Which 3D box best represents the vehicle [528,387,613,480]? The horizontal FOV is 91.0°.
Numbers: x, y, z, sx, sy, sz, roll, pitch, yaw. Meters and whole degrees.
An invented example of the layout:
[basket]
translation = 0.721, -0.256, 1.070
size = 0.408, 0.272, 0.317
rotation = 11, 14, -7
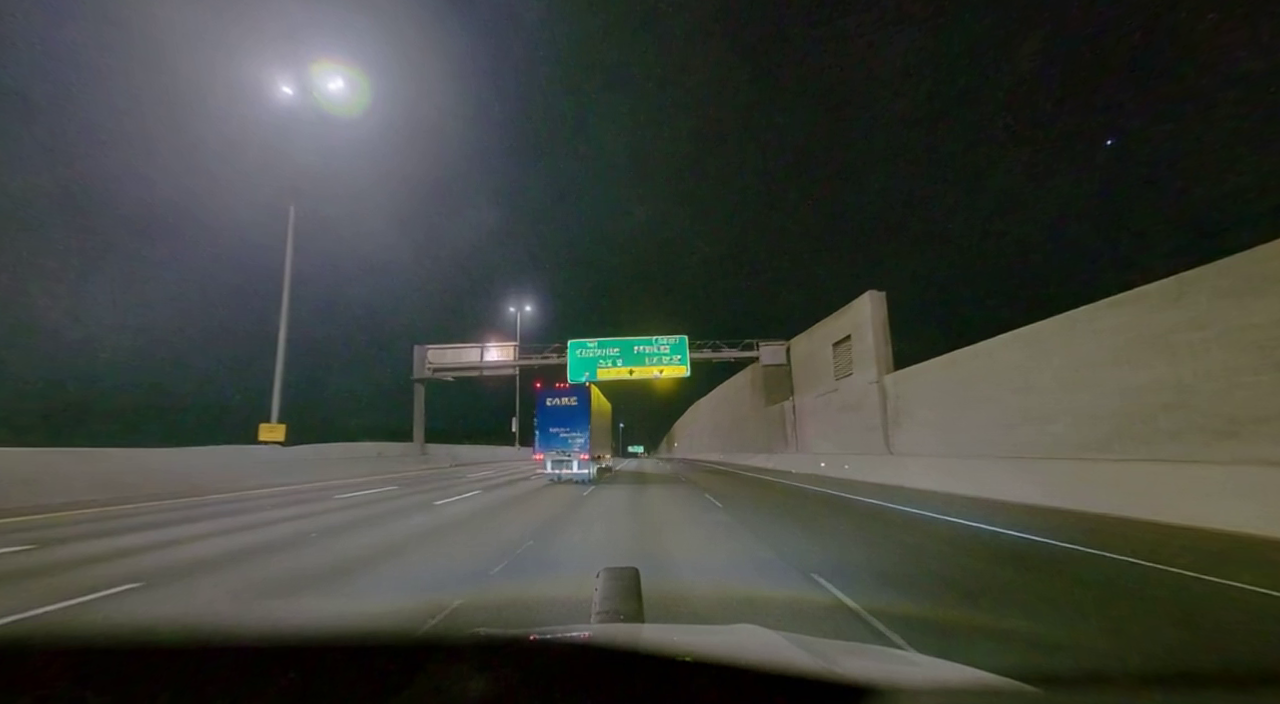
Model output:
[vehicle]
translation = -3.220, 4.336, 32.596
size = 3.059, 3.956, 11.036
rotation = 0, -9, 0
